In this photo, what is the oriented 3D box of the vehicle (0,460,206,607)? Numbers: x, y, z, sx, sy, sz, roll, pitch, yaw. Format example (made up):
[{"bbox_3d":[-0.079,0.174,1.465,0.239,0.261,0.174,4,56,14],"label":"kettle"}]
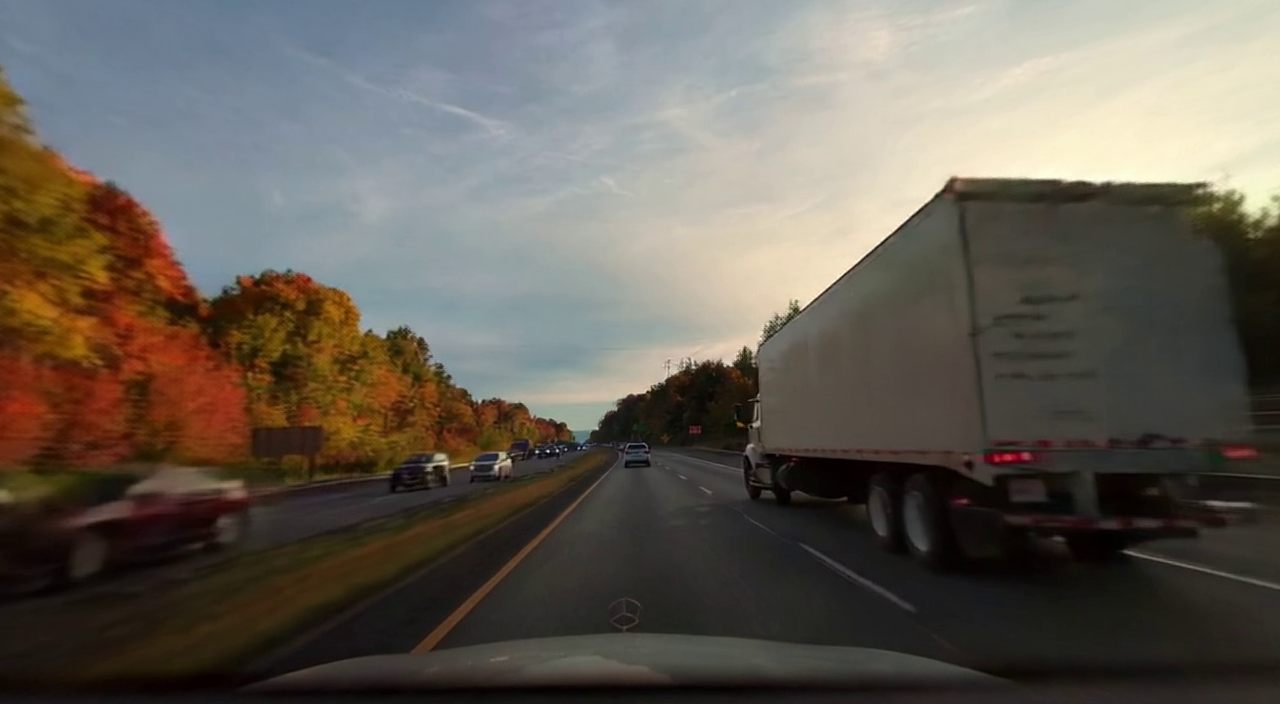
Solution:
[{"bbox_3d":[-8.487,2.344,8.534,2.041,1.631,4.366,-1,-9,-1],"label":"vehicle"}]

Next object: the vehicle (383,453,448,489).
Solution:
[{"bbox_3d":[-12.657,6.701,35.656,2.073,1.848,4.345,-1,-9,0],"label":"vehicle"}]

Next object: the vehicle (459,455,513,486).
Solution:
[{"bbox_3d":[-8.603,6.639,35.452,1.914,1.540,4.471,-1,-9,0],"label":"vehicle"}]

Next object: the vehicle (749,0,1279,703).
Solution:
[{"bbox_3d":[4.595,0.807,10.295,2.910,4.090,14.063,0,-9,-1],"label":"vehicle"}]

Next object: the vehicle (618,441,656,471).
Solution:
[{"bbox_3d":[-0.202,6.407,38.773,2.168,1.705,4.272,0,-9,-1],"label":"vehicle"}]
